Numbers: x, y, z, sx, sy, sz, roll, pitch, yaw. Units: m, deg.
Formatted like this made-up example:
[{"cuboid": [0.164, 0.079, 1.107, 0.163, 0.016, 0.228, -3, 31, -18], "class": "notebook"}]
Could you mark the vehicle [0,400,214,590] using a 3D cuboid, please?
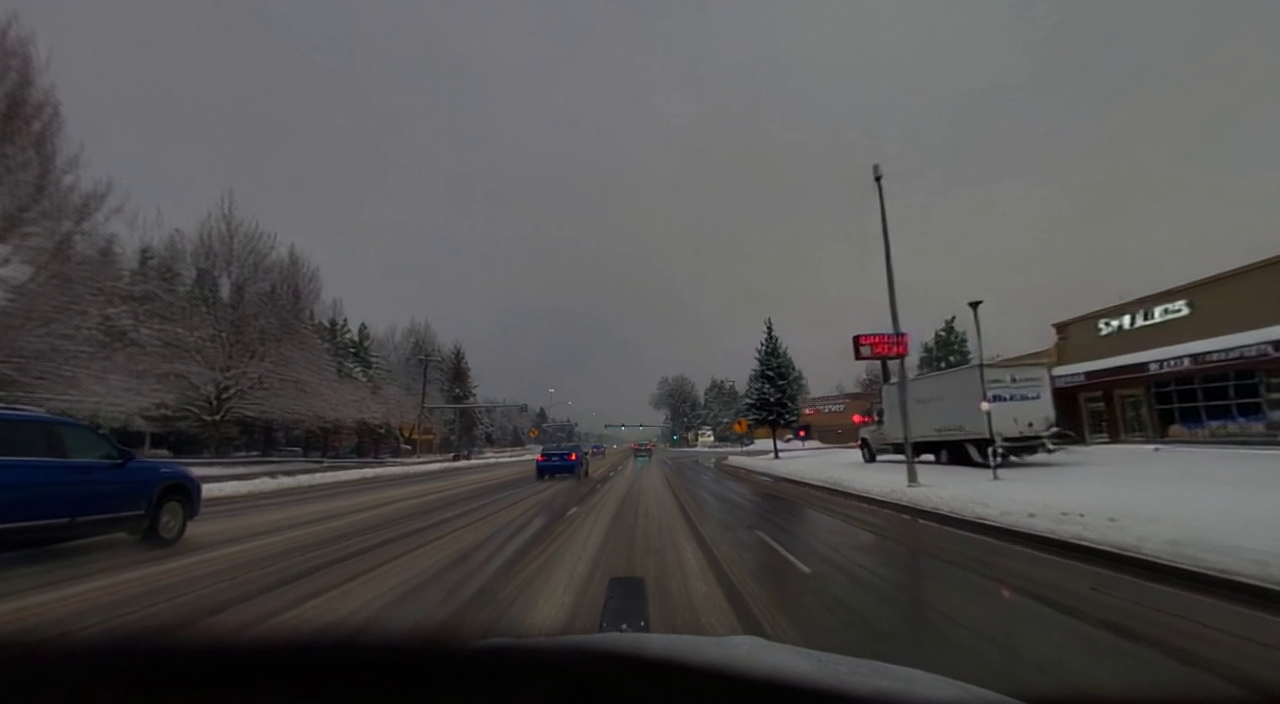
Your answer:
[{"cuboid": [-6.883, 1.389, 6.313, 2.043, 1.726, 4.472, 0, -9, 0], "class": "vehicle"}]

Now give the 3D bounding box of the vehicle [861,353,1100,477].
[{"cuboid": [12.059, 2.679, 24.301, 2.995, 3.704, 10.928, 0, -9, -1], "class": "vehicle"}]

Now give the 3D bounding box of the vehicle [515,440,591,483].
[{"cuboid": [-3.193, 4.130, 24.078, 2.152, 1.479, 4.394, 0, -9, 1], "class": "vehicle"}]
